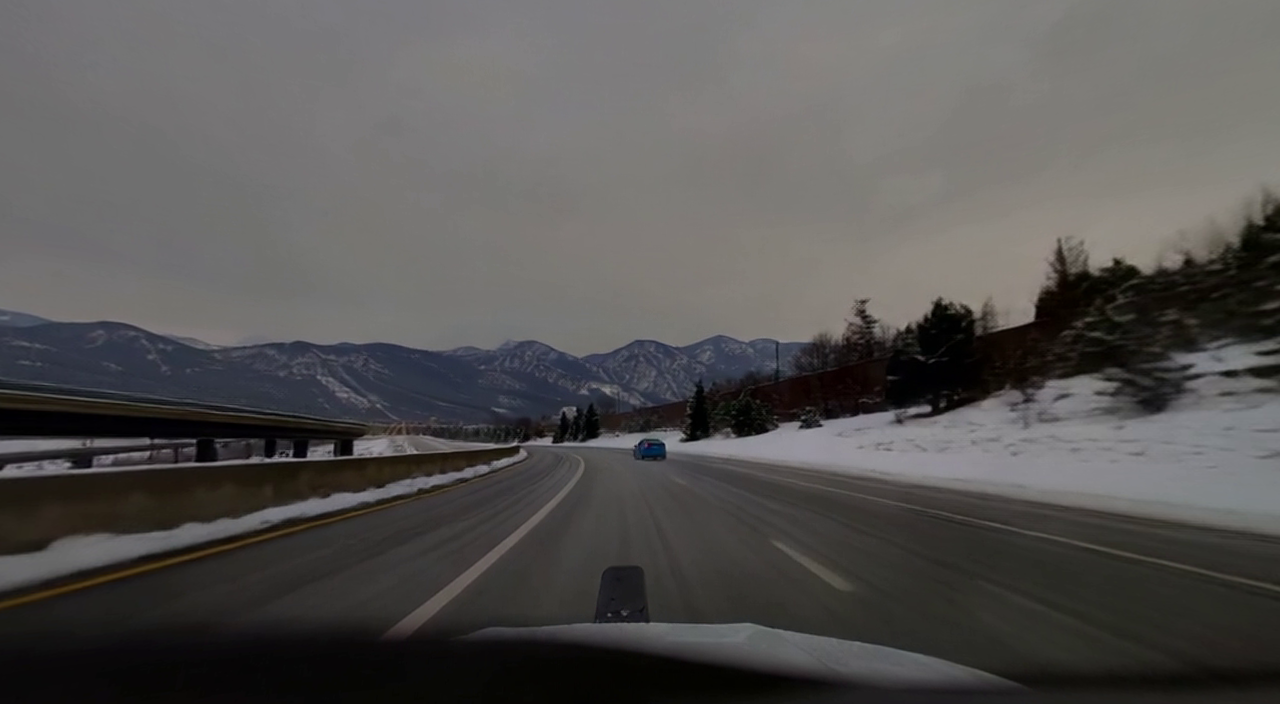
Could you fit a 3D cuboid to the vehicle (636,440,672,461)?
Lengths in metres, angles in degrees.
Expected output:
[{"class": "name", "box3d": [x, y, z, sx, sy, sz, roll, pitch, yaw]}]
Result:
[{"class": "vehicle", "box3d": [0.998, 7.416, 47.425, 1.985, 1.440, 4.466, 1, -9, -9]}]
